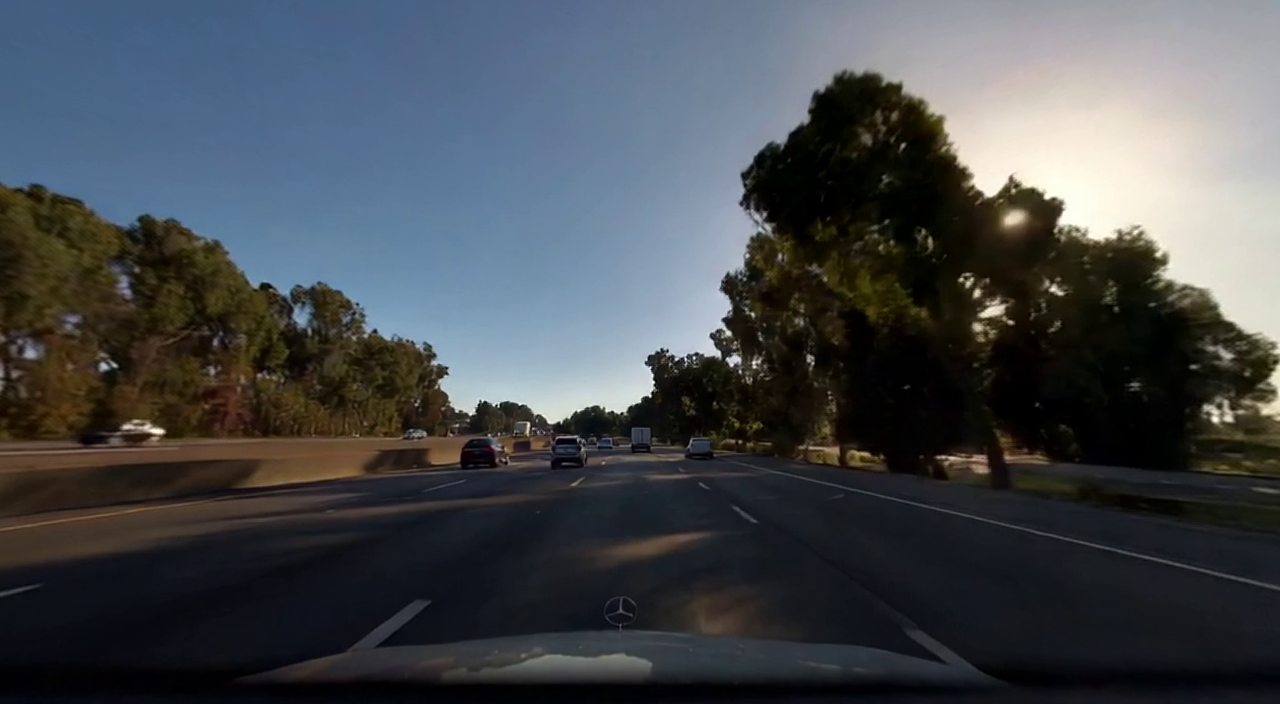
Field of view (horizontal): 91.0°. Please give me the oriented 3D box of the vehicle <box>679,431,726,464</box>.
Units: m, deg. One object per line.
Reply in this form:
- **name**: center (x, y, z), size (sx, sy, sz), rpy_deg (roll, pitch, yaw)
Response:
- **vehicle**: center (3.338, 5.226, 34.511), size (2.053, 1.698, 4.097), rpy_deg (0, -9, -1)

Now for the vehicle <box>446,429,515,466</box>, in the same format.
- **vehicle**: center (-7.965, 4.831, 31.901), size (2.237, 1.703, 4.681), rpy_deg (0, -9, 0)

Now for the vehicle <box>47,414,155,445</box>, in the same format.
- **vehicle**: center (-27.410, 4.016, 32.183), size (1.839, 1.478, 4.058), rpy_deg (0, -9, 1)

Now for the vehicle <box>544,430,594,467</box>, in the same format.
- **vehicle**: center (-3.479, 4.831, 31.559), size (2.002, 1.680, 4.301), rpy_deg (0, -9, 0)
